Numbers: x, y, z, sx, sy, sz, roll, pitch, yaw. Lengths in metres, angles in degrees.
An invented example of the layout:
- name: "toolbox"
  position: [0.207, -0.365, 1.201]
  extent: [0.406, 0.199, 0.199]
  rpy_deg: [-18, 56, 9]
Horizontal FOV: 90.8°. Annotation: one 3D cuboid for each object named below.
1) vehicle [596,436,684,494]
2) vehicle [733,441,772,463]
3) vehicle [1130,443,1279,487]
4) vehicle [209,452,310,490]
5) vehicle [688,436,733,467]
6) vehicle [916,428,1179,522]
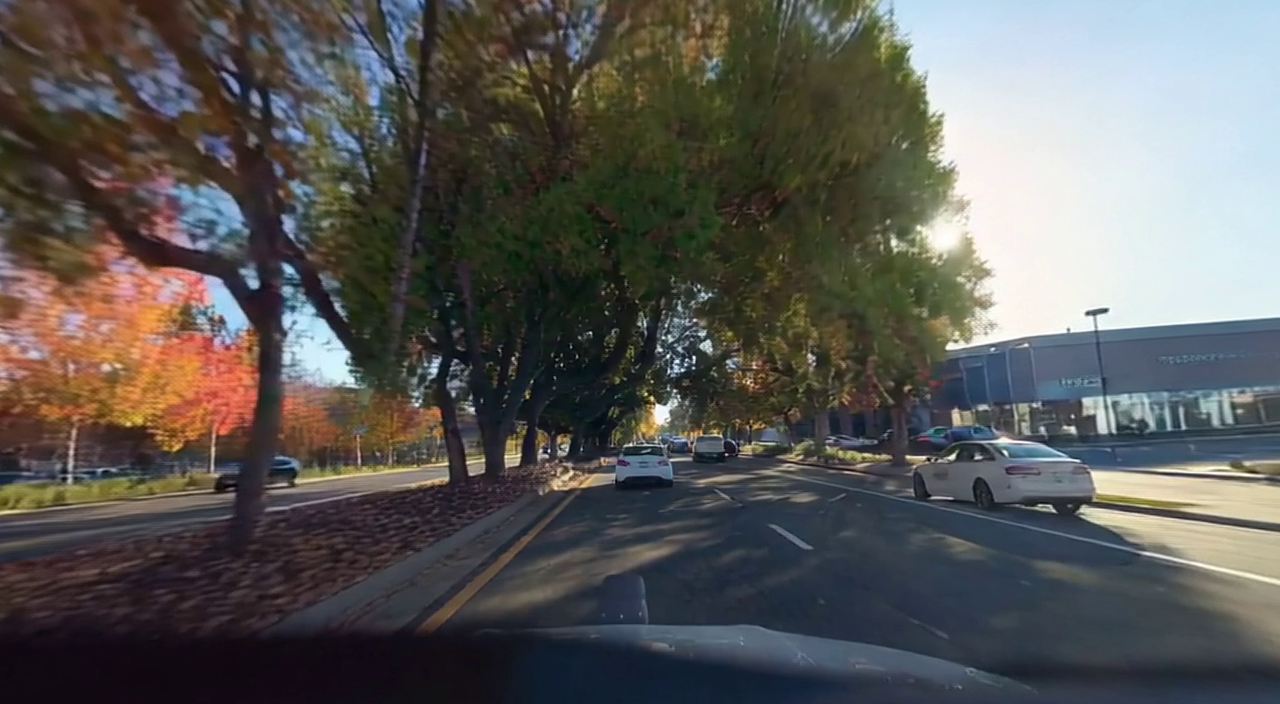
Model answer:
- name: "vehicle"
  position: [-0.008, 3.282, 18.705]
  extent: [2.289, 1.471, 4.477]
  rpy_deg: [0, -9, 0]
- name: "vehicle"
  position: [7.947, 7.116, 45.042]
  extent: [2.061, 1.460, 3.948]
  rpy_deg: [0, -9, 0]
- name: "vehicle"
  position: [21.105, 4.084, 23.203]
  extent: [2.307, 1.446, 4.863]
  rpy_deg: [0, -9, -1]
- name: "vehicle"
  position: [-20.022, 6.258, 33.571]
  extent: [2.277, 1.777, 4.993]
  rpy_deg: [0, -9, 0]
- name: "vehicle"
  position: [4.138, 5.930, 37.816]
  extent: [2.188, 1.760, 4.297]
  rpy_deg: [0, -9, -1]
- name: "vehicle"
  position: [7.642, 2.344, 12.606]
  extent: [2.111, 1.493, 4.639]
  rpy_deg: [0, -9, -1]
